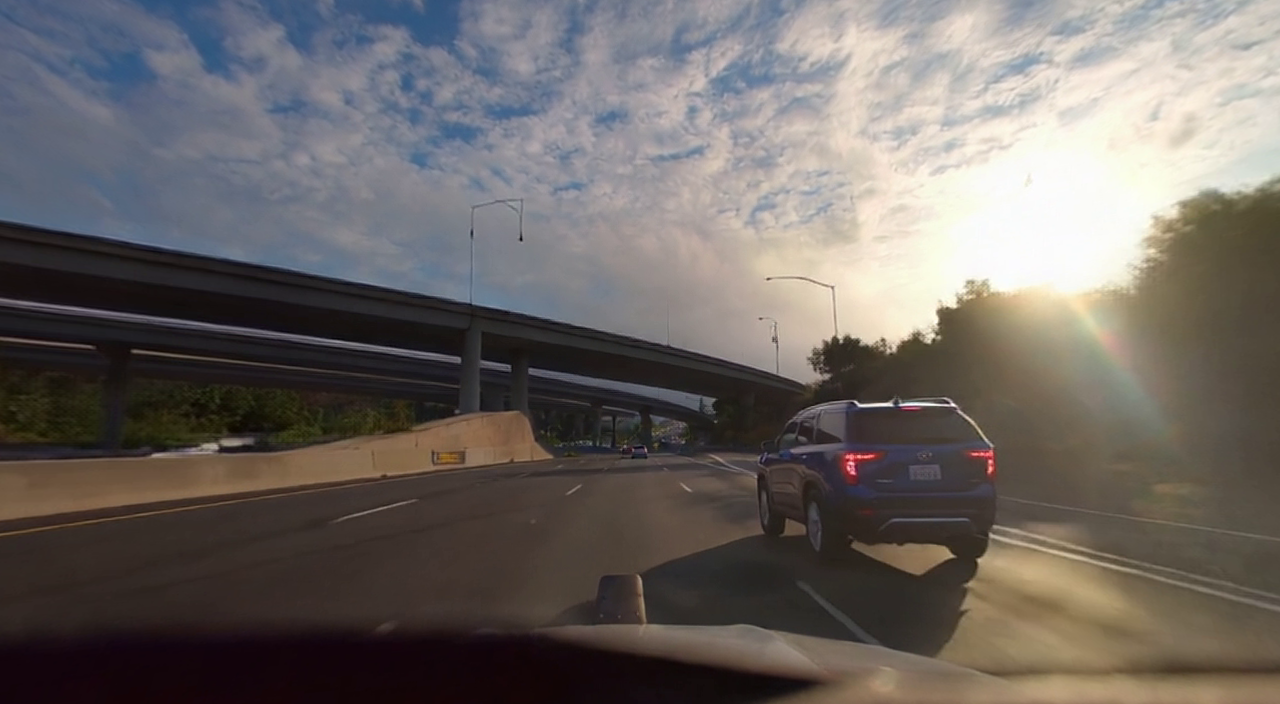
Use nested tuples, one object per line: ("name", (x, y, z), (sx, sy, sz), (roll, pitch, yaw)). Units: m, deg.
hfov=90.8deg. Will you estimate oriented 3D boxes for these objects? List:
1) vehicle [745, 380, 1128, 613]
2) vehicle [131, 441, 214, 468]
("vehicle", (2.891, 1.570, 7.797), (2.155, 1.918, 4.945), (0, -9, -2))
("vehicle", (-28.797, 6.342, 39.098), (1.866, 1.539, 4.408), (0, -9, -3))
